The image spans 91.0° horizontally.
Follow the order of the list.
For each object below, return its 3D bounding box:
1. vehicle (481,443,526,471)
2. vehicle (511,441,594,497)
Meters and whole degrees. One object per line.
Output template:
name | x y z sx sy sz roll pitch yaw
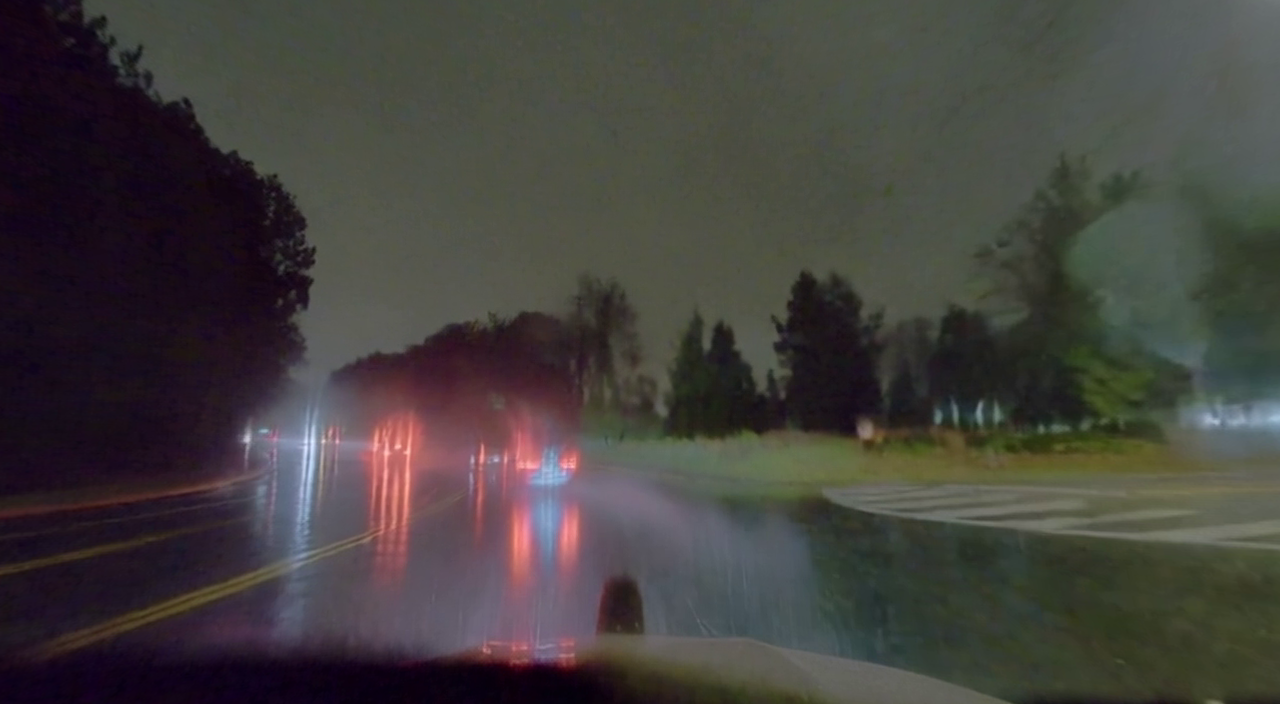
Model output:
vehicle | -8.157 6.185 37.309 2.080 1.530 3.719 2 -9 -20
vehicle | -2.807 3.579 19.641 2.296 1.510 4.068 1 -9 -11
